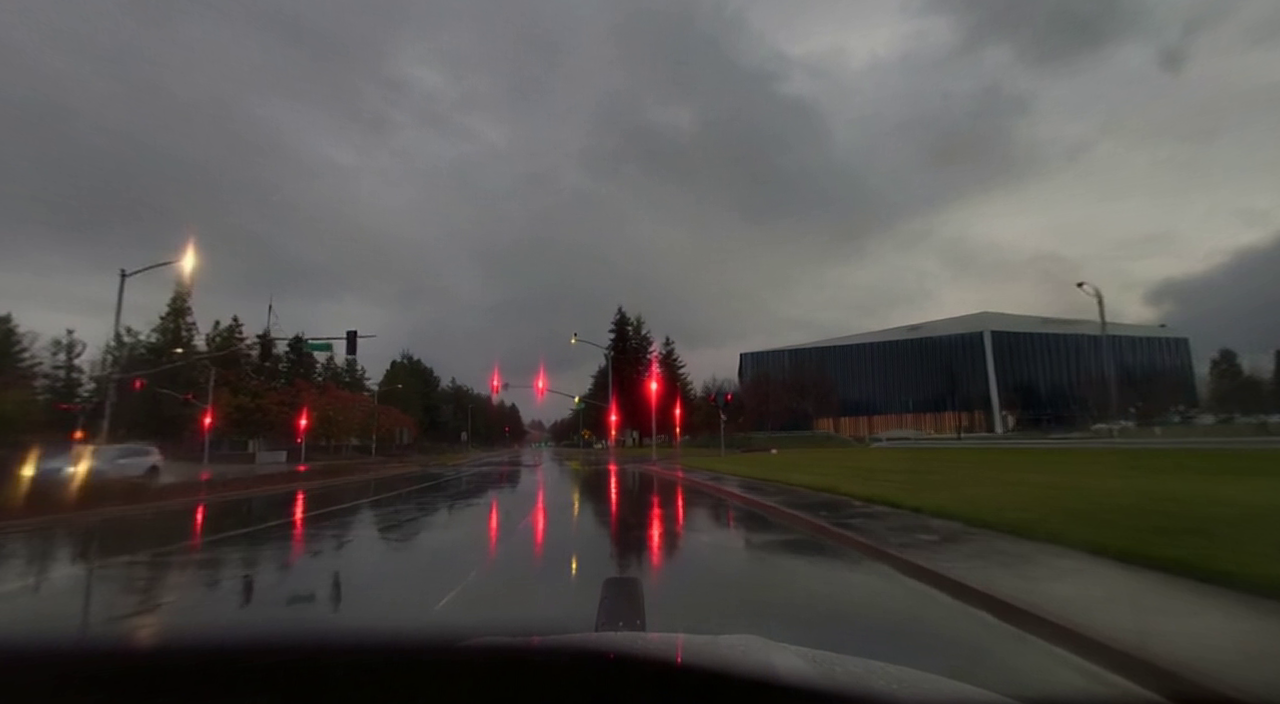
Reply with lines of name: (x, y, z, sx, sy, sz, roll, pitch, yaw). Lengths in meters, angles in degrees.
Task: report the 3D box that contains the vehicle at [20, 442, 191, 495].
vehicle: (-17.769, 3.868, 21.306, 1.870, 1.594, 4.447, 0, -9, -1)
